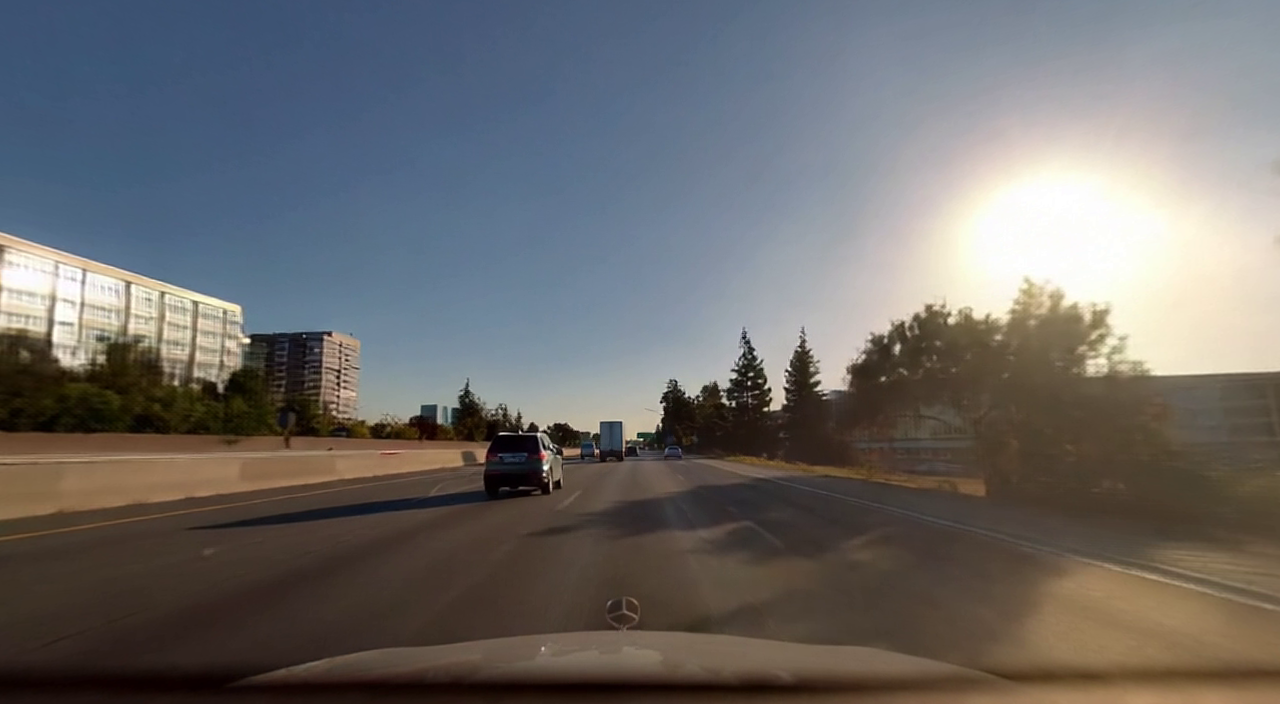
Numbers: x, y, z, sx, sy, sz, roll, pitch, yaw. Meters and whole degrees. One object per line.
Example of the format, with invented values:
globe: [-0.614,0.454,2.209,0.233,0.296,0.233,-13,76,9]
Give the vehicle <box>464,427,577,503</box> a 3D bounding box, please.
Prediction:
vehicle: [-3.033,2.979,17.016,2.111,1.742,4.315,0,-9,1]
